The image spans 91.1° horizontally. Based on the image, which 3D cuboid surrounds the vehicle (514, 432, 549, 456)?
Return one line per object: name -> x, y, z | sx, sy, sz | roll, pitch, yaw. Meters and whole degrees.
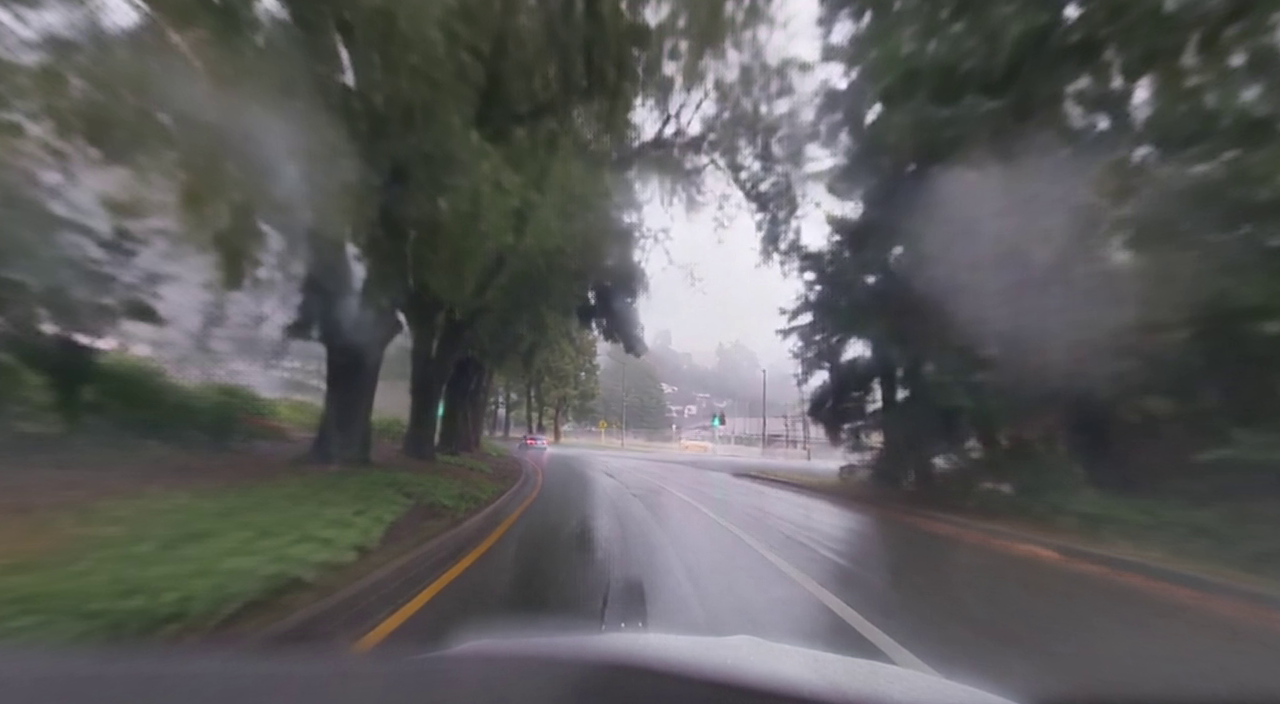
vehicle -> -8.339, 7.006, 47.999 | 1.947, 1.729, 4.051 | 3, -9, -19
